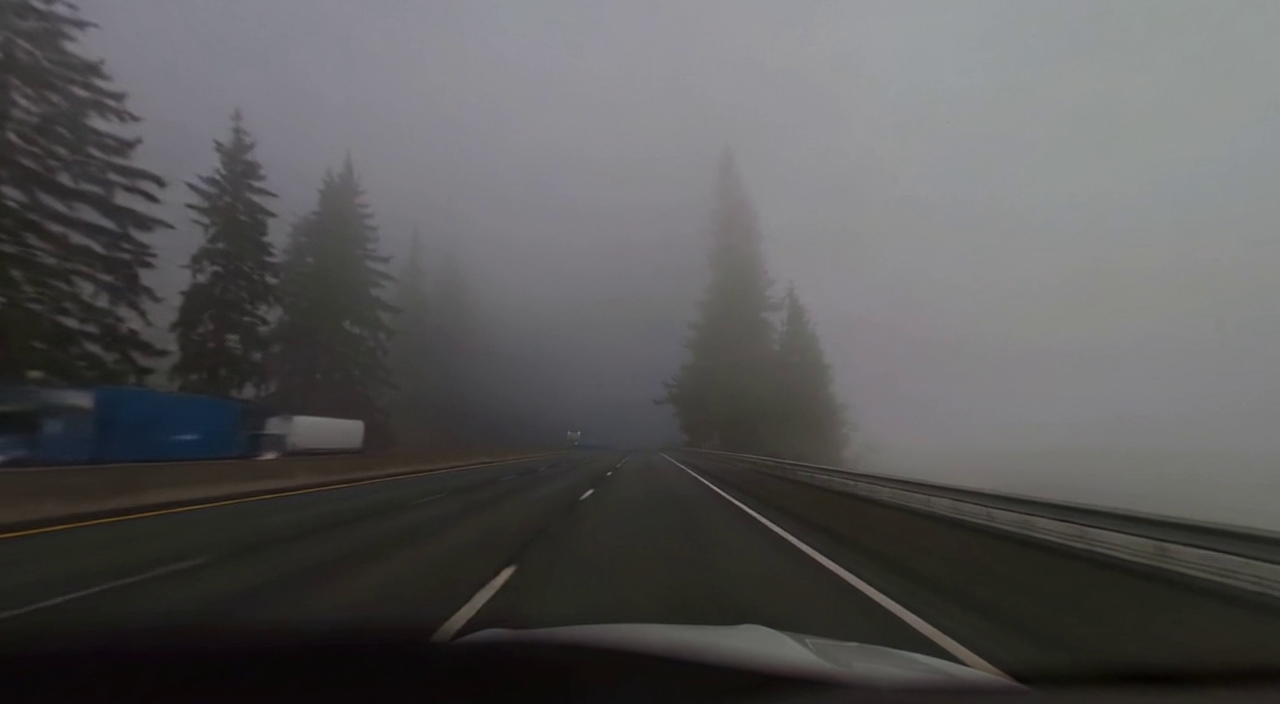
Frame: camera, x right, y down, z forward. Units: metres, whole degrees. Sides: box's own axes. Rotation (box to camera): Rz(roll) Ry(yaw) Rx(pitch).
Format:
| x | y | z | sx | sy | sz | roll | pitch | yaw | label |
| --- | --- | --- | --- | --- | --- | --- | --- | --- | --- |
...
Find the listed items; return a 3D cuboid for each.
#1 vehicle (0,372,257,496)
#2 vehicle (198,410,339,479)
| x | y | z | sx | sy | sz | roll | pitch | yaw | label |
| --- | --- | --- | --- | --- | --- | --- | --- | --- | --- |
| -17.123 | 2.800 | 21.234 | 2.750 | 3.286 | 8.975 | 0 | -8 | 0 | vehicle |
| -17.054 | 4.311 | 29.528 | 3.035 | 2.895 | 5.629 | 0 | -8 | 1 | vehicle |
